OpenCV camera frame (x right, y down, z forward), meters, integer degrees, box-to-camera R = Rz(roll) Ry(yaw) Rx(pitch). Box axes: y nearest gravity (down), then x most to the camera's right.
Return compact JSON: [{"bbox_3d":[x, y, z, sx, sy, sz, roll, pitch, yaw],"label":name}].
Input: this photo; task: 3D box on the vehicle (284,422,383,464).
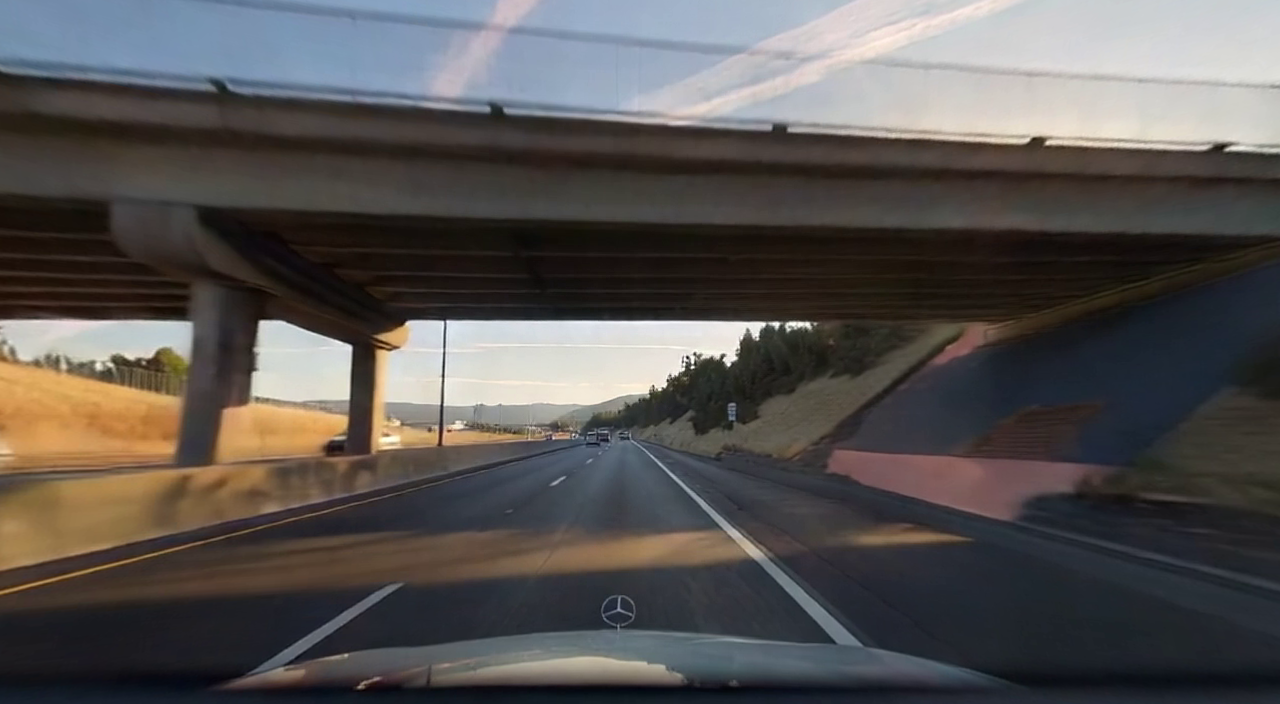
[{"bbox_3d":[-11.974,3.574,24.897,1.864,1.533,4.094,0,-8,0],"label":"vehicle"}]
